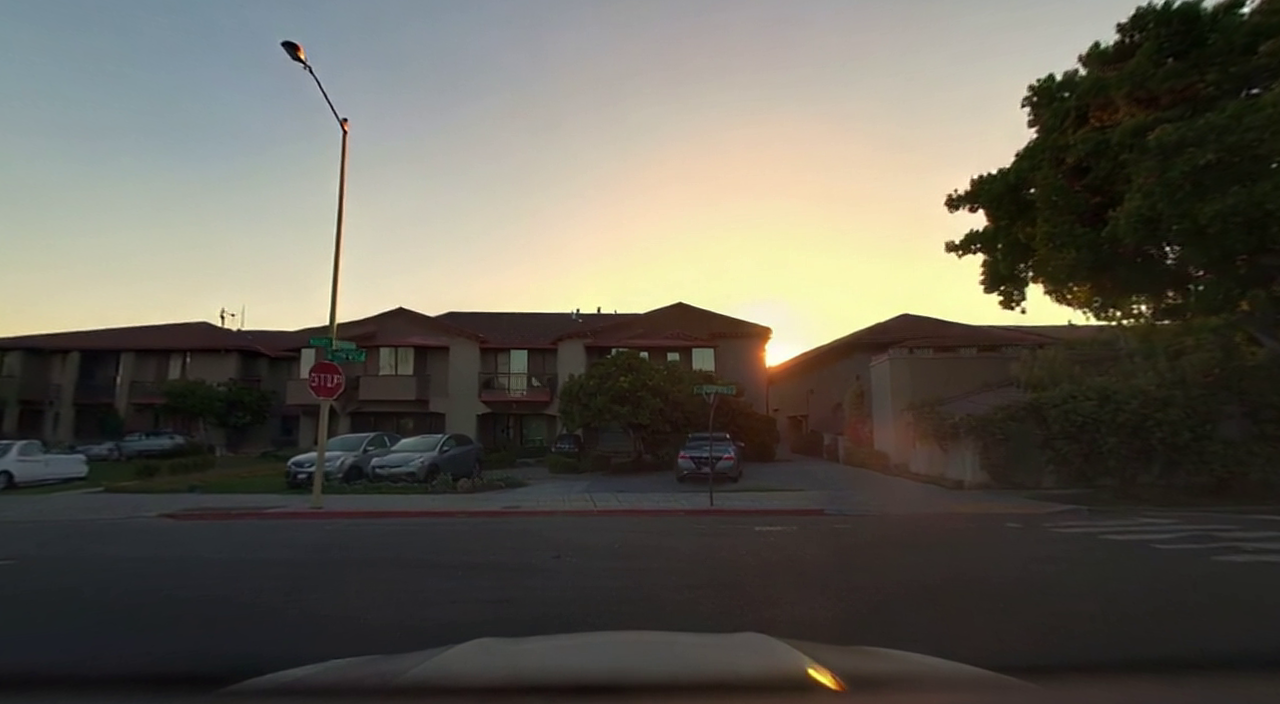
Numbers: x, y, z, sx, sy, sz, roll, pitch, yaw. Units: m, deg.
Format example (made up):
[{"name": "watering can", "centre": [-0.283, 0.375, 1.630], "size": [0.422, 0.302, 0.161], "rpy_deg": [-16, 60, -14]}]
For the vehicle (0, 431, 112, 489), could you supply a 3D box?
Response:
[{"name": "vehicle", "centre": [-23.047, 3.920, 22.941], "size": [5.418, 1.994, 2.233], "rpy_deg": [0, -8, 0]}]

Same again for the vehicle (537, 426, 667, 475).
[{"name": "vehicle", "centre": [-1.531, 4.343, 27.745], "size": [2.267, 1.920, 5.798], "rpy_deg": [-8, -11, 41]}]

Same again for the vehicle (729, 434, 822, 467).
[{"name": "vehicle", "centre": [8.074, 5.874, 37.555], "size": [5.004, 1.797, 1.946], "rpy_deg": [-5, -10, 31]}]

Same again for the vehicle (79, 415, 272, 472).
[{"name": "vehicle", "centre": [-27.758, 5.488, 37.771], "size": [9.384, 3.230, 2.928], "rpy_deg": [-1, -9, 4]}]

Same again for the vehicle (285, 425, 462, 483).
[{"name": "vehicle", "centre": [-8.412, 3.263, 20.201], "size": [4.778, 1.753, 1.959], "rpy_deg": [0, -9, -1]}]

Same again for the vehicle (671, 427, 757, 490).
[{"name": "vehicle", "centre": [2.458, 3.761, 22.623], "size": [2.305, 1.962, 5.685], "rpy_deg": [0, -9, -1]}]
